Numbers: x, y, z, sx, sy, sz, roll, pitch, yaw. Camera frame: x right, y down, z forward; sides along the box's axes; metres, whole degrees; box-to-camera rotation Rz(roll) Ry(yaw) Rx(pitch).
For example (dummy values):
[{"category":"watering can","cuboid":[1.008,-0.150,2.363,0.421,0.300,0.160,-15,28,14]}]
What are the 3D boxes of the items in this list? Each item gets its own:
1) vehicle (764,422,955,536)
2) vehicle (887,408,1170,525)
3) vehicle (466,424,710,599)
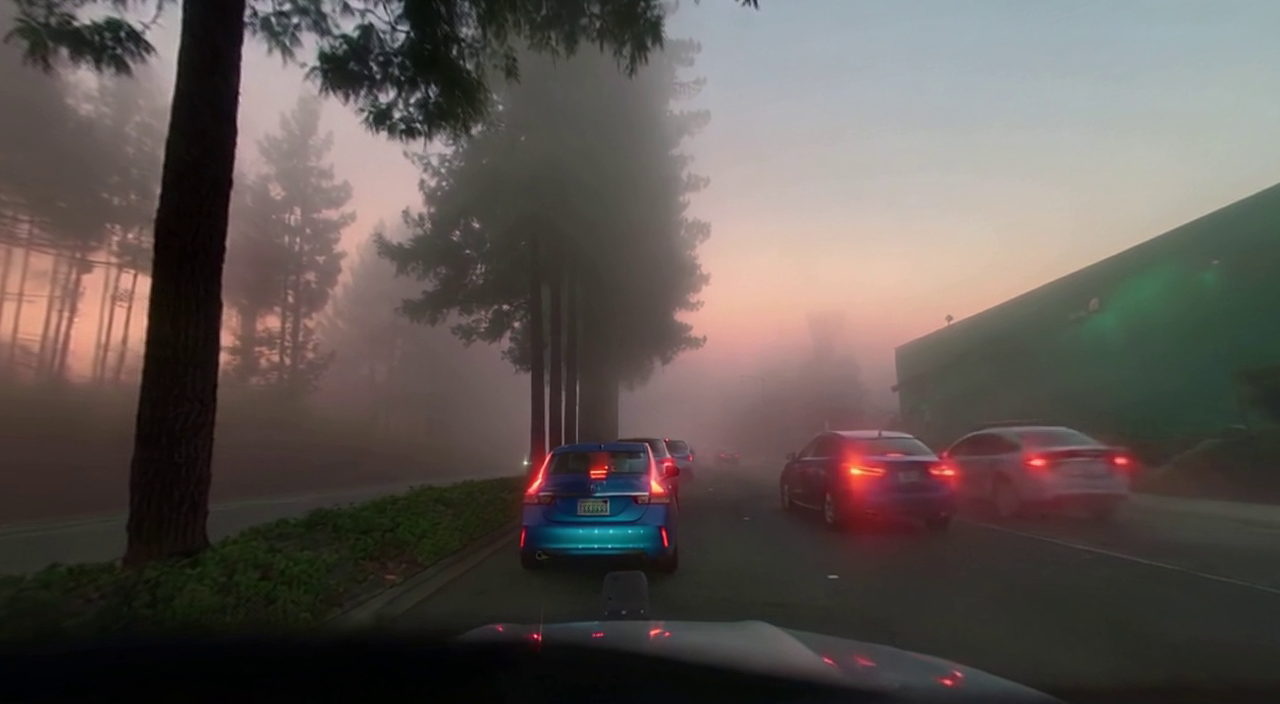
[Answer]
[{"category":"vehicle","cuboid":[3.631,2.176,11.338,1.946,1.648,4.230,0,-9,1]},{"category":"vehicle","cuboid":[7.270,2.237,12.759,2.253,1.854,5.409,0,-9,0]},{"category":"vehicle","cuboid":[-0.480,1.693,7.532,2.111,1.506,4.018,0,-9,-1]}]
